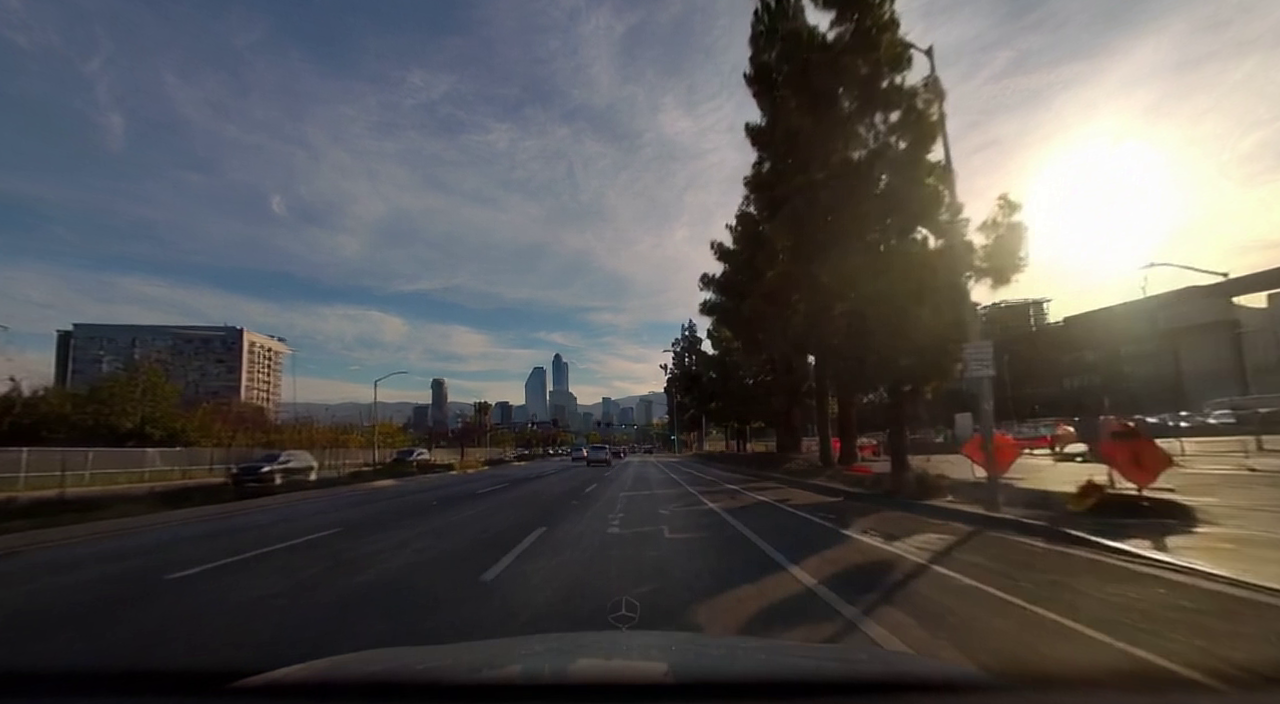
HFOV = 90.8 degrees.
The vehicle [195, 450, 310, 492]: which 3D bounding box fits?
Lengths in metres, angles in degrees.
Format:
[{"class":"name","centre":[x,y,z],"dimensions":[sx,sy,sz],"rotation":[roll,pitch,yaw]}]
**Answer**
[{"class":"vehicle","centre":[-15.448,4.718,25.493],"dimensions":[1.899,1.518,4.305],"rotation":[0,-8,0]}]

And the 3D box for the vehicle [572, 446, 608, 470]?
[{"class":"vehicle","centre":[-3.491,7.490,44.838],"dimensions":[2.121,1.654,3.993],"rotation":[0,-8,1]}]

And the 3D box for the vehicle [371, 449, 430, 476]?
[{"class":"vehicle","centre":[-15.242,7.046,40.464],"dimensions":[1.974,1.602,4.542],"rotation":[0,-8,1]}]
